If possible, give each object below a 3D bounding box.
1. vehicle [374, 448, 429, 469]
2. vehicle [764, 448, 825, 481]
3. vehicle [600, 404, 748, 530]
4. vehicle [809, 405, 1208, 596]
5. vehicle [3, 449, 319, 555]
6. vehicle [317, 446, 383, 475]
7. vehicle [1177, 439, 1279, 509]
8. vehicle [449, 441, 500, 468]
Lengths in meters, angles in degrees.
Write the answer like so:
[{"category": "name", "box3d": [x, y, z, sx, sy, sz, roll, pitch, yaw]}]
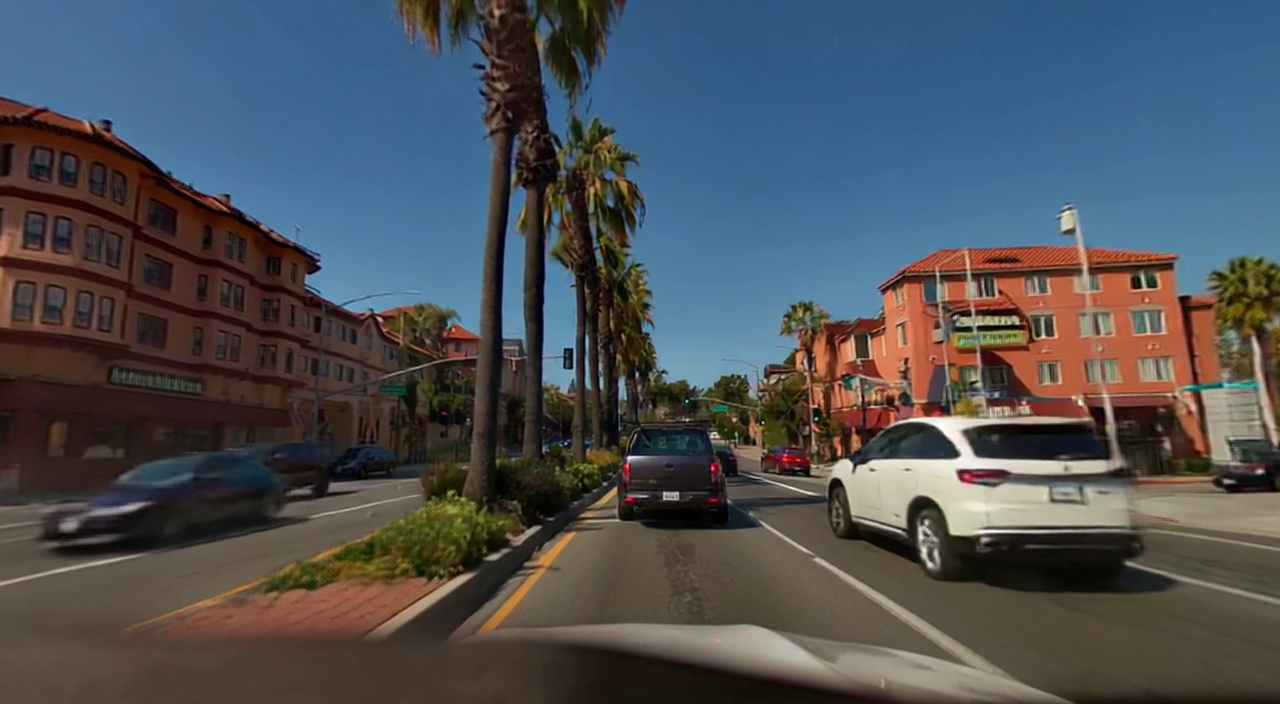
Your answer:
[{"category": "vehicle", "box3d": [-18.074, 8.051, 48.013, 2.070, 1.499, 4.851, -1, -9, 3]}, {"category": "vehicle", "box3d": [7.652, 5.587, 31.677, 1.958, 1.523, 4.553, 0, -9, 1]}, {"category": "vehicle", "box3d": [0.614, 2.352, 13.463, 2.487, 2.115, 5.444, 0, -9, 1]}, {"category": "vehicle", "box3d": [4.051, 1.730, 8.311, 2.283, 1.738, 4.916, 0, -9, 0]}, {"category": "vehicle", "box3d": [-8.187, 2.555, 11.545, 2.061, 1.496, 4.600, -1, -9, 2]}, {"category": "vehicle", "box3d": [-18.404, 6.897, 40.287, 1.972, 1.694, 4.466, 0, -9, 1]}, {"category": "vehicle", "box3d": [15.402, 2.938, 15.650, 1.930, 1.522, 4.528, -4, -9, 25]}, {"category": "vehicle", "box3d": [-11.238, 7.013, 43.211, 2.134, 1.699, 4.342, -1, -9, 2]}]
